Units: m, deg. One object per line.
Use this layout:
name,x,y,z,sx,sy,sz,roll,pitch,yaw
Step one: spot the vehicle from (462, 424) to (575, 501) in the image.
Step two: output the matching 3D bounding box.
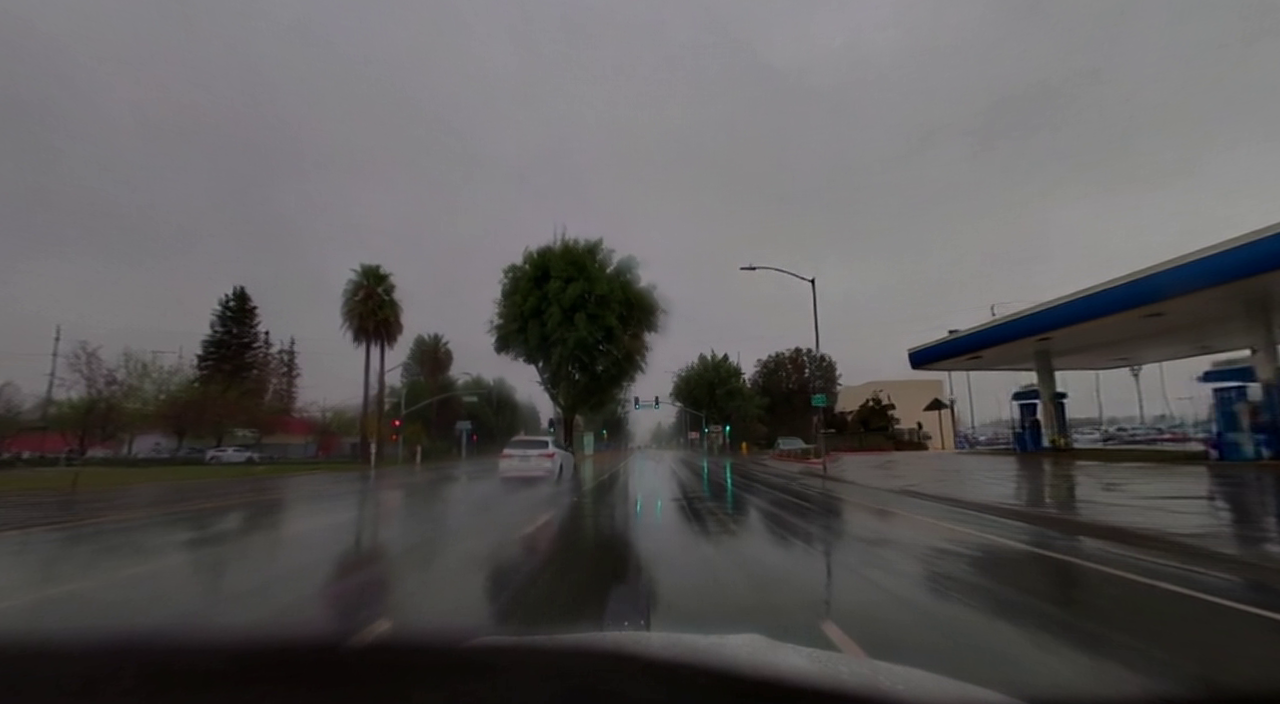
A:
vehicle,-3.050,2.898,16.900,2.011,1.756,4.478,0,-9,2
